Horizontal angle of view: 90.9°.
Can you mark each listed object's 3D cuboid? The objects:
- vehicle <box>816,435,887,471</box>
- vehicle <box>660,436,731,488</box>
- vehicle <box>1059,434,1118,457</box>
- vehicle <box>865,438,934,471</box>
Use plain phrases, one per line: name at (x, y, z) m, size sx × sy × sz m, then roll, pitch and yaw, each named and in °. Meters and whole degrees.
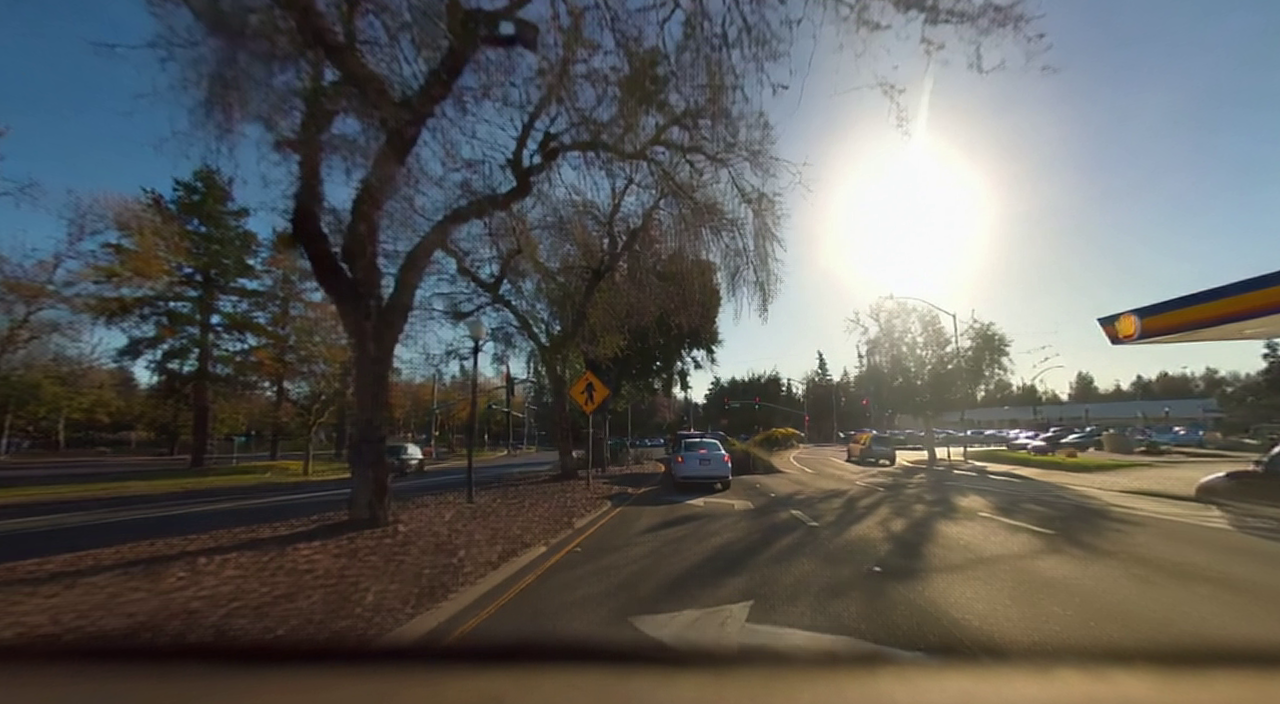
vehicle at (10.691, 5.127, 32.248) m, size 1.991 × 1.695 × 4.357 m, roll 0°, pitch -9°, yaw -2°
vehicle at (1.756, 3.483, 20.262) m, size 2.032 × 1.461 × 4.173 m, roll -1°, pitch -9°, yaw 4°
vehicle at (33.092, 6.919, 46.626) m, size 1.914 × 1.563 × 3.672 m, roll -1°, pitch -9°, yaw 6°
vehicle at (13.494, 5.347, 33.095) m, size 1.976 × 1.584 × 4.516 m, roll -1°, pitch -9°, yaw 4°
